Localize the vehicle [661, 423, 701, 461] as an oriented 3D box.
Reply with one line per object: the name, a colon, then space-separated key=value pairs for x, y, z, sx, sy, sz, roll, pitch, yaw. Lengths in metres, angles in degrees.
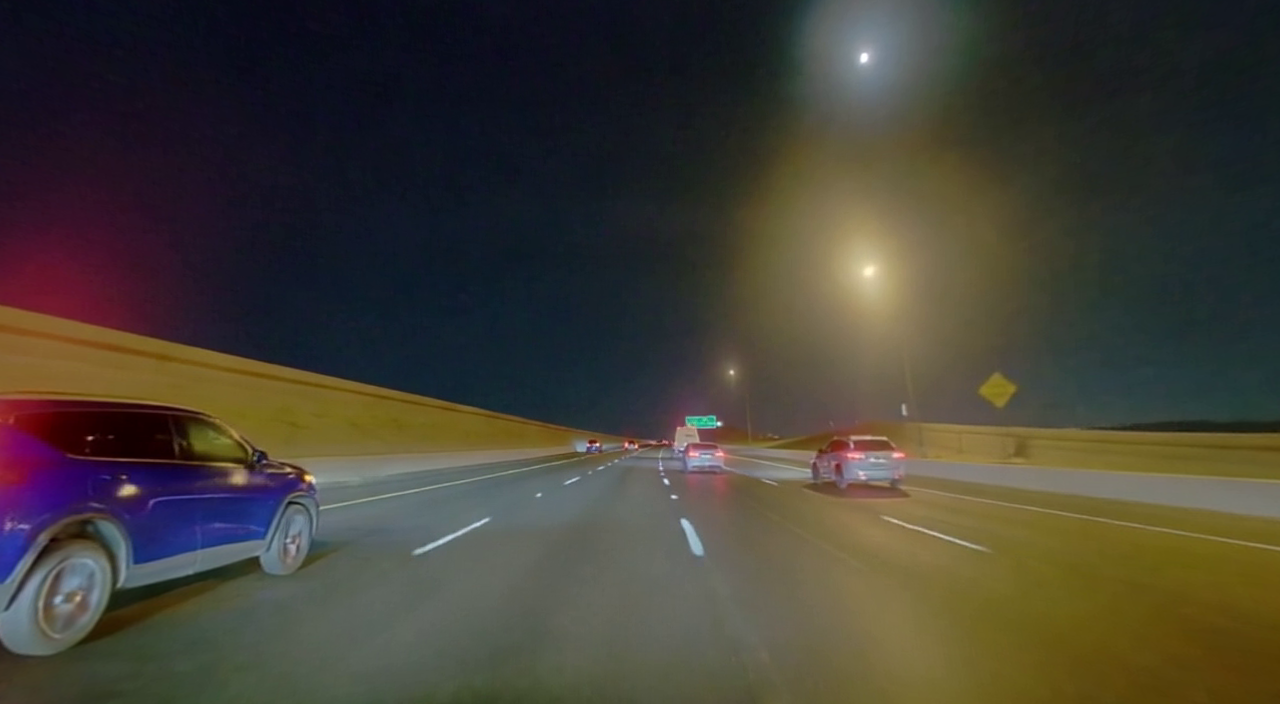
vehicle: x=3.038 y=6.920 z=48.638 sx=2.629 sy=2.718 sz=6.740 roll=0 pitch=-8 yaw=0

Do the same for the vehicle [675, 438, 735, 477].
vehicle: x=2.750 y=4.613 z=27.921 sx=2.108 sy=1.509 sz=5.059 roll=0 pitch=-8 yaw=0

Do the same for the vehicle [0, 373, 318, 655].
vehicle: x=-4.757 y=1.168 z=5.141 sx=2.000 sy=1.646 sz=4.201 roll=0 pitch=-8 yaw=1

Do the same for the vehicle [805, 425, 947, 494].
vehicle: x=6.561 y=3.051 z=18.316 sx=2.184 sy=1.712 sz=4.856 roll=0 pitch=-8 yaw=0
